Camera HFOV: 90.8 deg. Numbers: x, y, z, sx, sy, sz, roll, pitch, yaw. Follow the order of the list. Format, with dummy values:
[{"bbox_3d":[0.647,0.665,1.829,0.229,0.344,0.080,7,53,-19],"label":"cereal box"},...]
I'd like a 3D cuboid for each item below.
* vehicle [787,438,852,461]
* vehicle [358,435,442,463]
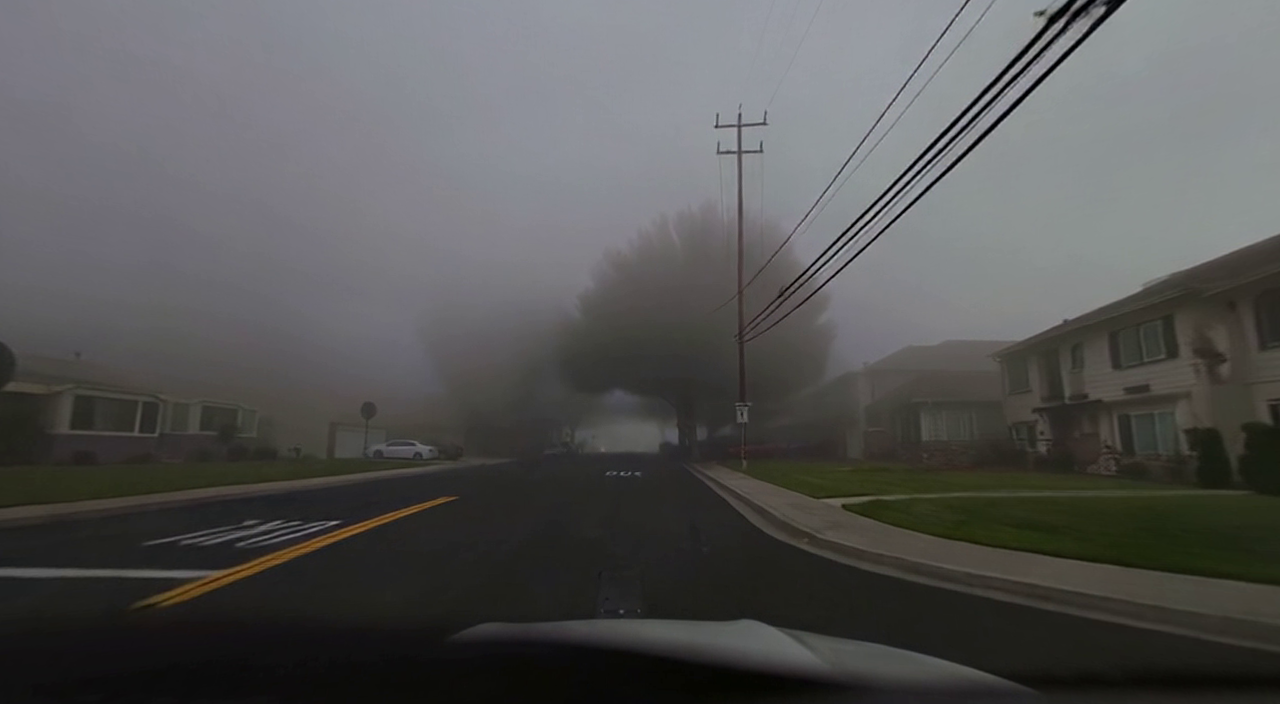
[{"bbox_3d":[12.930,7.051,45.726,4.122,1.610,1.888,-1,-7,2],"label":"vehicle"},{"bbox_3d":[-15.198,6.139,40.137,4.500,1.714,1.924,-1,-9,7],"label":"vehicle"}]
